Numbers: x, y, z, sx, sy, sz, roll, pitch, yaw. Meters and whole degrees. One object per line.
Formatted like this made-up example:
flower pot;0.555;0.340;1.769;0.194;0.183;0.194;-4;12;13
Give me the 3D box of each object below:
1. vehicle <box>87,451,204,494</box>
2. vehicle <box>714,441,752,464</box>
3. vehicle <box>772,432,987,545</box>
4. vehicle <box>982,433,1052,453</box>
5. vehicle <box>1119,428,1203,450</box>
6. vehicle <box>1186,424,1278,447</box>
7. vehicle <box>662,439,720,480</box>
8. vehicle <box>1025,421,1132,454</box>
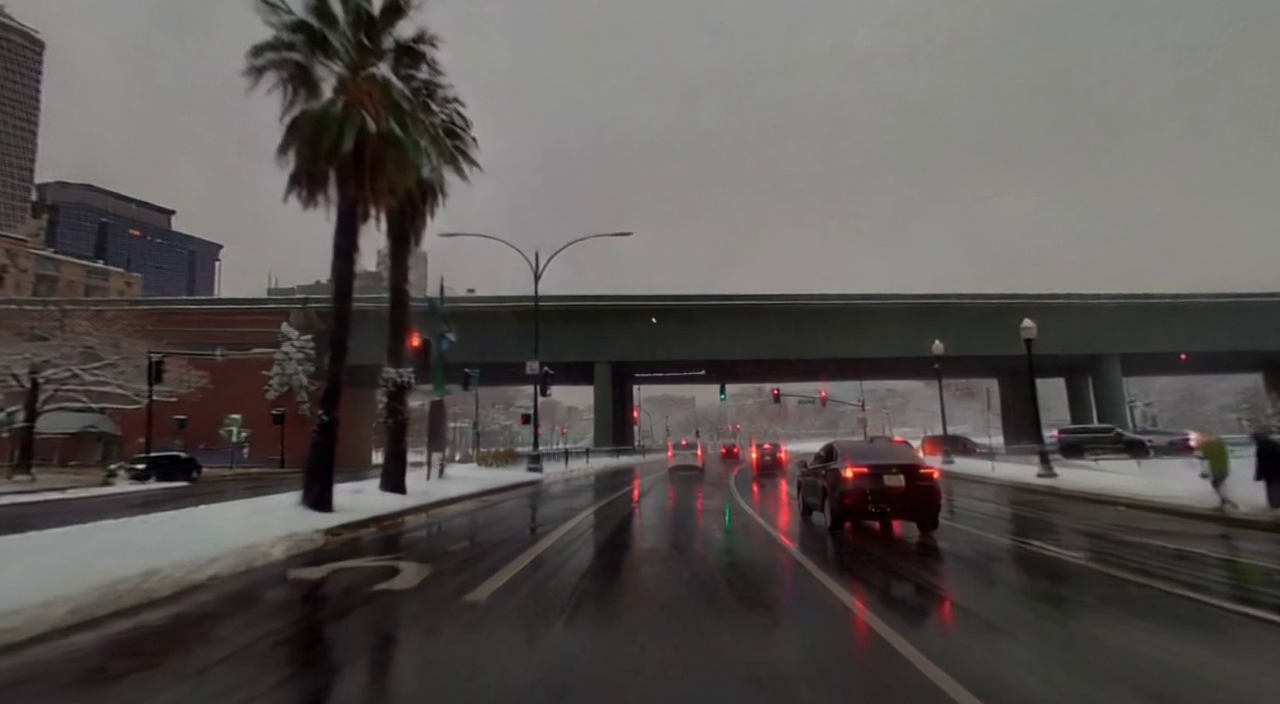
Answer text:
vehicle;-23.910;5.802;30.703;2.106;1.791;4.618;-1;-9;-3
vehicle;6.599;7.092;44.413;2.134;1.492;4.674;-3;-9;14
vehicle;3.773;2.238;11.063;2.051;1.509;4.933;-1;-9;3
vehicle;29.863;7.228;49.904;4.487;1.474;1.943;1;-9;-10
vehicle;35.973;6.023;43.501;4.535;1.480;1.882;1;-9;-11
vehicle;42.137;5.933;44.798;5.097;1.557;1.900;1;-9;-9
vehicle;2.160;4.375;25.761;2.077;1.518;3.760;-2;-9;9
vehicle;29.364;5.757;42.236;5.771;2.019;2.293;0;-9;-10
